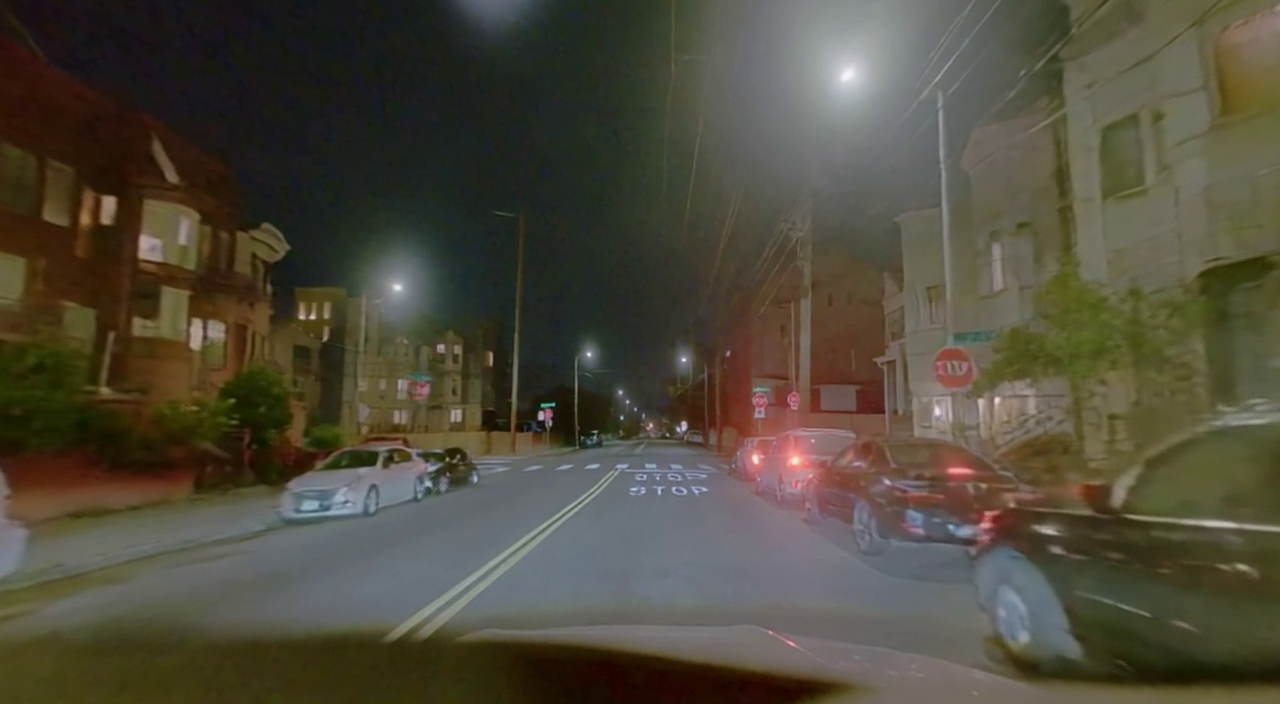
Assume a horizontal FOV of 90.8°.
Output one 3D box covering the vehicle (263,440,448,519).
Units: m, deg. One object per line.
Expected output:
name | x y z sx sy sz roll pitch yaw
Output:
vehicle | -6.083 2.734 14.253 2.098 1.454 4.449 0 -8 0

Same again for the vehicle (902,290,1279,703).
vehicle | 3.191 0.776 2.336 2.337 1.838 5.029 0 -8 1
